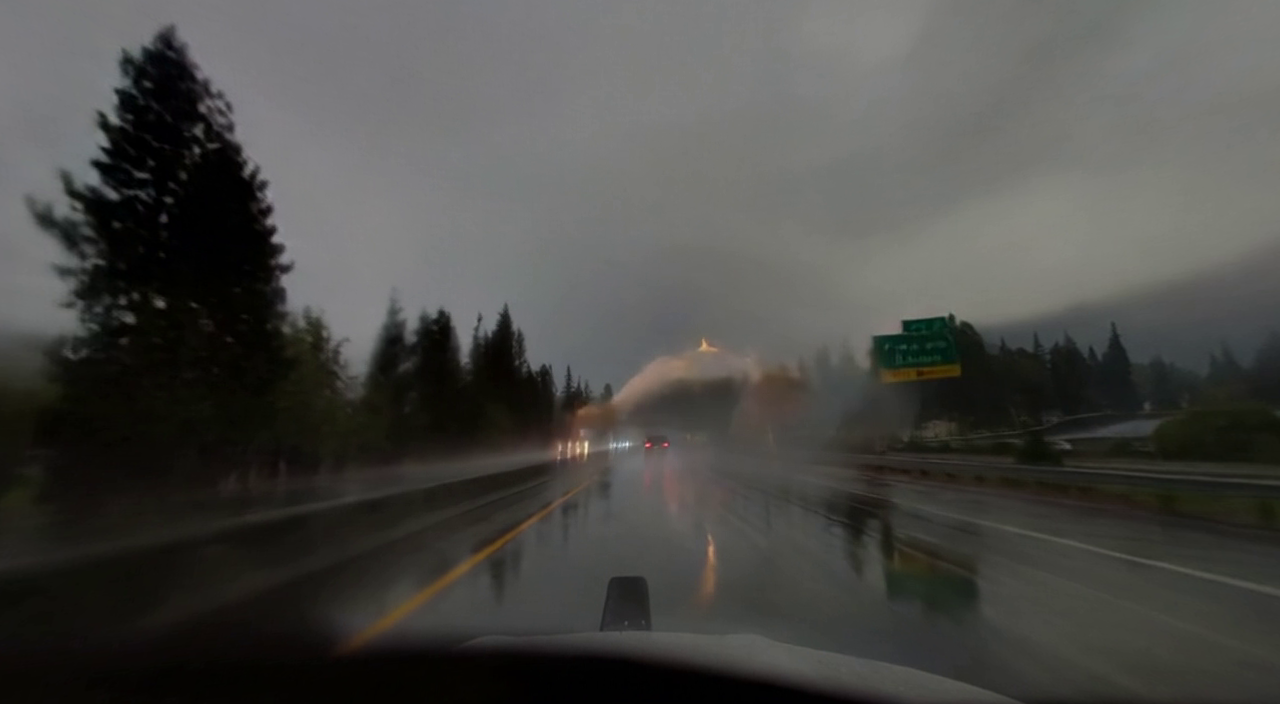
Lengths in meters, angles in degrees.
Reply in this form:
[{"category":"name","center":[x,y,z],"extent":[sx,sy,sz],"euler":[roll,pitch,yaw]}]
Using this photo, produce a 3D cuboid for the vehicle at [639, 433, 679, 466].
[{"category":"vehicle","center":[1.174,6.044,39.118],"extent":[2.301,1.944,4.554],"euler":[0,-8,2]}]
